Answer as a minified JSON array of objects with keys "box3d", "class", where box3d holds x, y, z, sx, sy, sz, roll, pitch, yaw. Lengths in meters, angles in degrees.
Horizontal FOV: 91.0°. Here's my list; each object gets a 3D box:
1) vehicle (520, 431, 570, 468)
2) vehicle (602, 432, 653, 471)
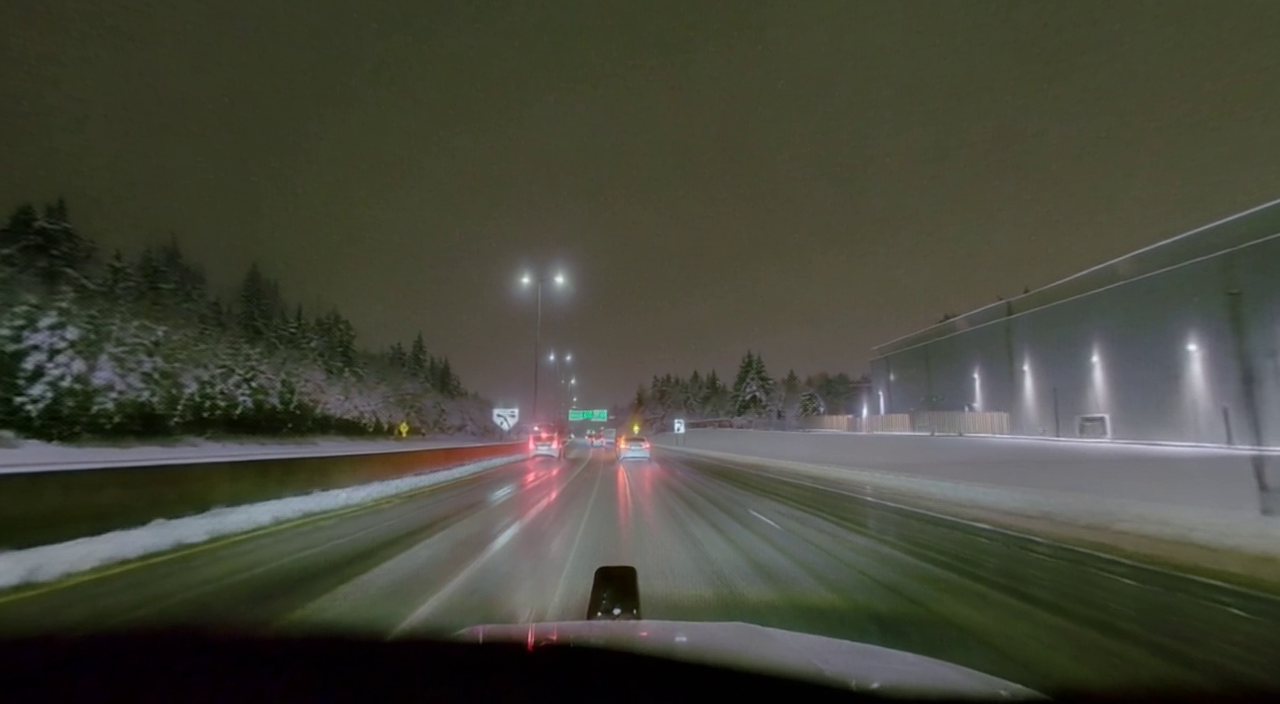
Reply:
[{"box3d":[-4.743,4.925,31.950,2.080,1.733,4.410,0,-8,-3],"class":"vehicle"},{"box3d":[-0.650,4.495,28.762,2.078,1.608,3.982,0,-8,-4],"class":"vehicle"}]
